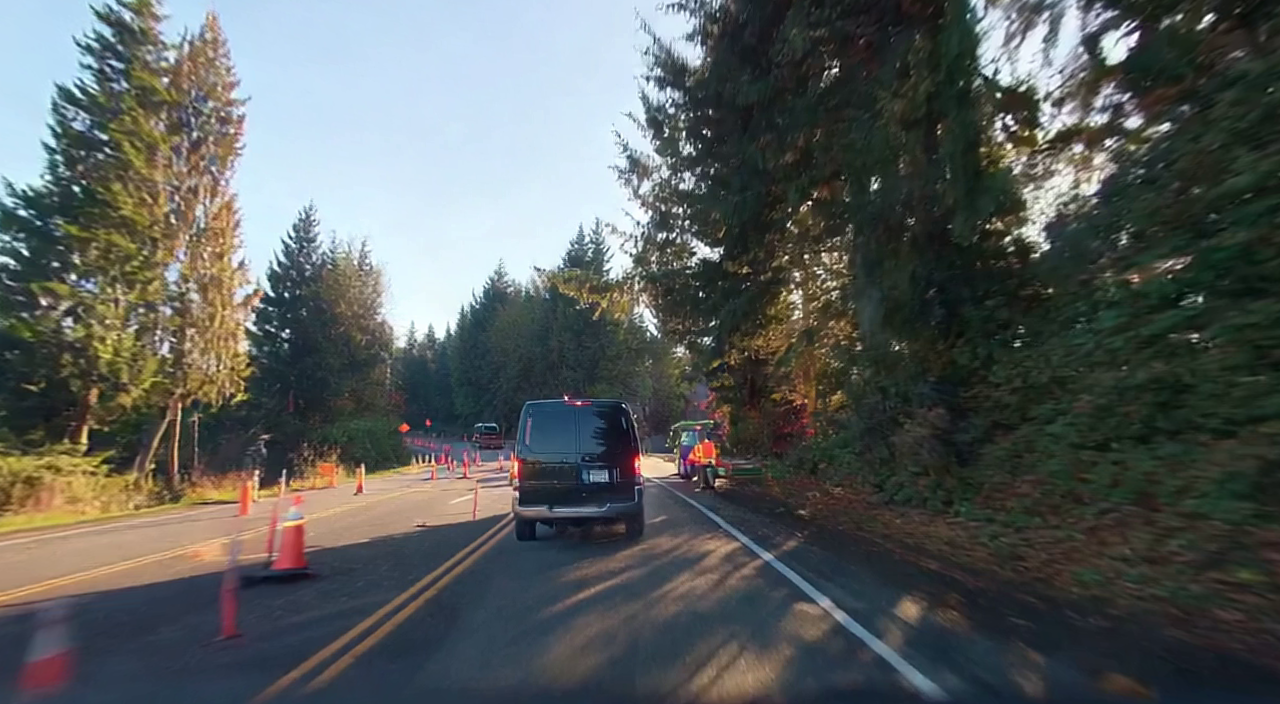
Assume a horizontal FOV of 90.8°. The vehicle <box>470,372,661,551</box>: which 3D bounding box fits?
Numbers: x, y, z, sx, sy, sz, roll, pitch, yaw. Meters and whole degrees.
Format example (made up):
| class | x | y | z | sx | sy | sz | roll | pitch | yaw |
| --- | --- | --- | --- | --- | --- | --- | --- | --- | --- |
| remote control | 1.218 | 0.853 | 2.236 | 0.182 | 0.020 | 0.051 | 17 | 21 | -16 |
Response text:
| class | x | y | z | sx | sy | sz | roll | pitch | yaw |
| --- | --- | --- | --- | --- | --- | --- | --- | --- | --- |
| vehicle | -1.019 | 1.729 | 10.418 | 2.362 | 2.223 | 4.892 | 0 | -8 | -2 |
